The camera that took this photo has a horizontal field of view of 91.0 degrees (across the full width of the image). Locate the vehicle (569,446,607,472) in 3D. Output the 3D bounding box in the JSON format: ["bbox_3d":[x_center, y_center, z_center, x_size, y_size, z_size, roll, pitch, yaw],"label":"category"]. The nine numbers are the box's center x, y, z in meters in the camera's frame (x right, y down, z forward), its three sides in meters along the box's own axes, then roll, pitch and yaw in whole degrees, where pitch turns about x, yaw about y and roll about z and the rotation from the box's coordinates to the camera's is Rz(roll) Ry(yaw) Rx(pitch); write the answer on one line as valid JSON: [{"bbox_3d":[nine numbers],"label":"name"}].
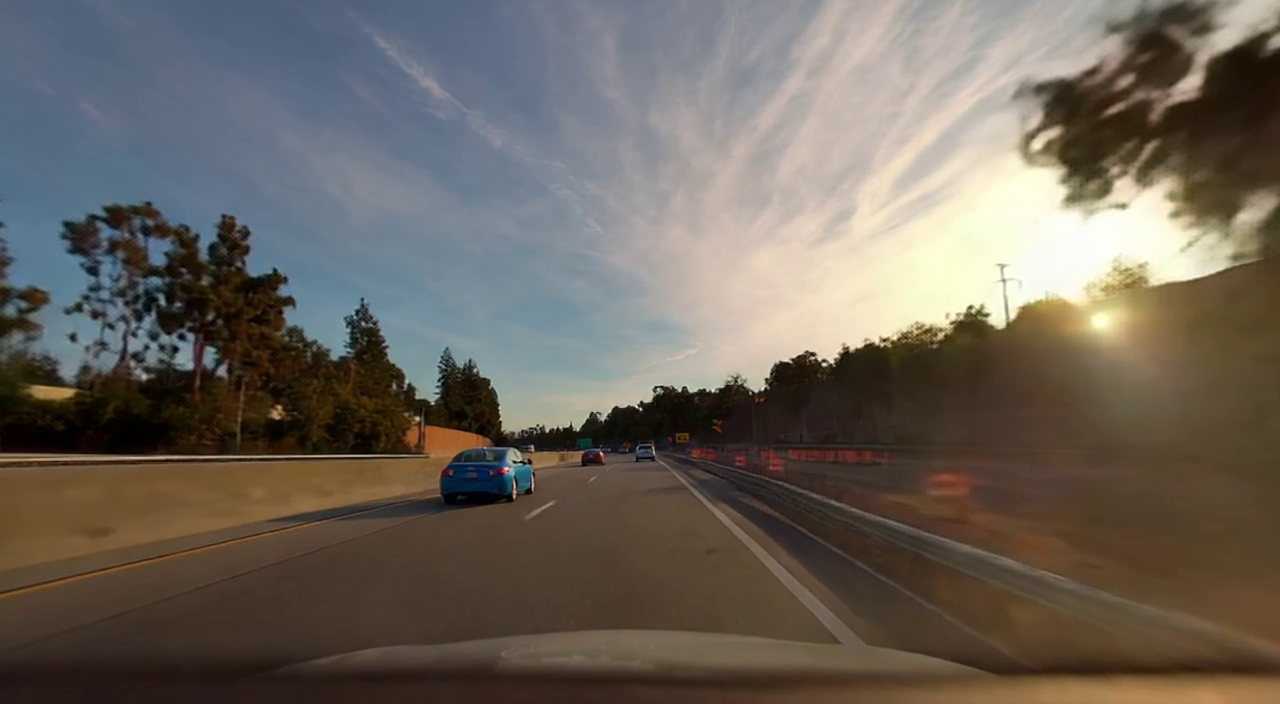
[{"bbox_3d":[-3.148,6.566,38.905,1.965,1.459,4.145,0,-9,0],"label":"vehicle"}]

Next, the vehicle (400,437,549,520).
[{"bbox_3d":[-3.427,2.710,14.136,2.012,1.510,4.672,0,-9,1],"label":"vehicle"}]
